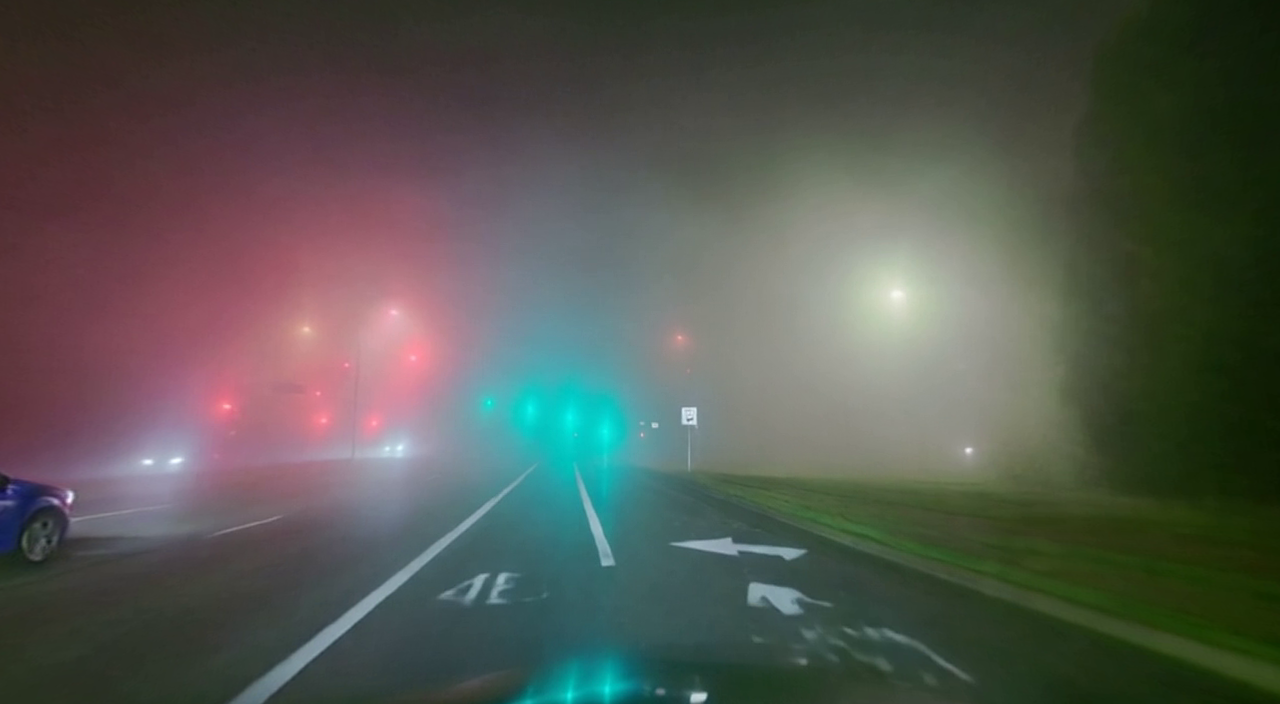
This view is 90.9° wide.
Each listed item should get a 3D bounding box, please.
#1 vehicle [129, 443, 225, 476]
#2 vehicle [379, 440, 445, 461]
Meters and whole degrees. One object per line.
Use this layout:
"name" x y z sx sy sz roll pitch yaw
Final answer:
"vehicle" -22.466 5.196 30.790 1.877 1.492 4.205 1 -8 -7
"vehicle" -17.548 7.553 48.671 1.837 1.530 4.570 -6 -10 32
